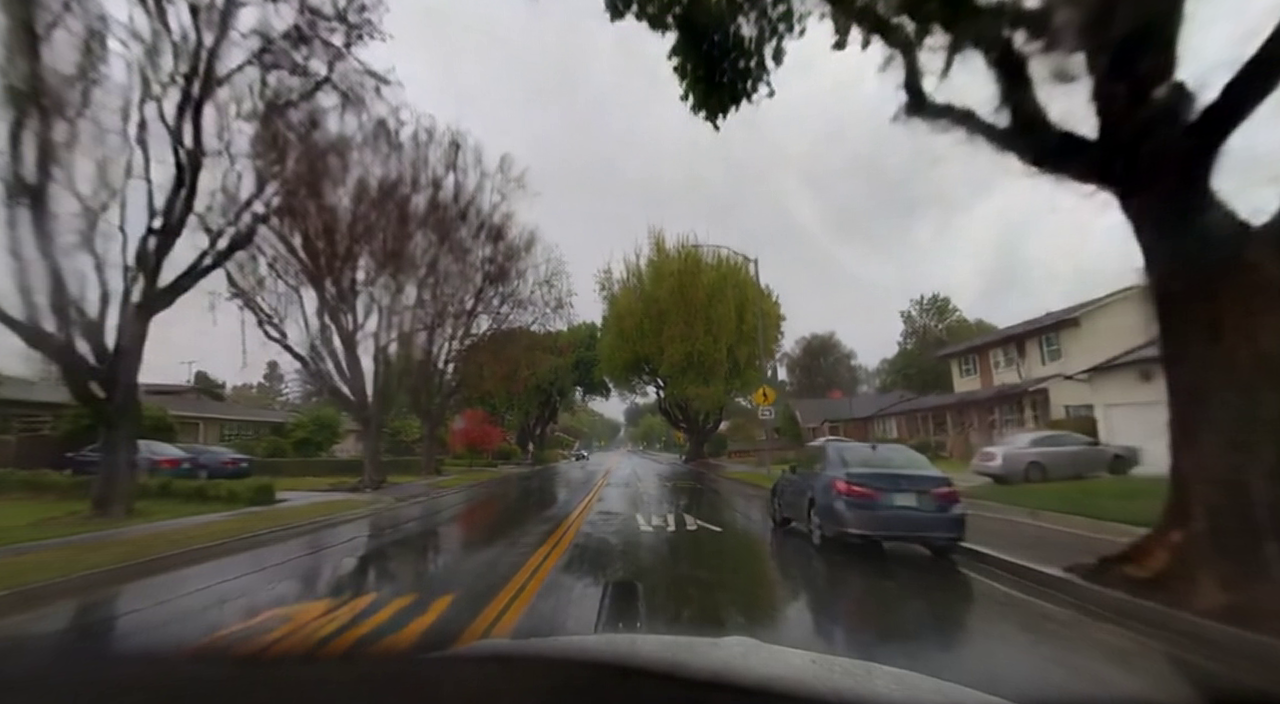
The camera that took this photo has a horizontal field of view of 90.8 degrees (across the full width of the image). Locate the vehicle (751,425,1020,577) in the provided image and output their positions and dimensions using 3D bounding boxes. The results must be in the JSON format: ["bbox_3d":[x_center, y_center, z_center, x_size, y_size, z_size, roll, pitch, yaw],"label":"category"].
[{"bbox_3d":[3.071,1.951,9.192,1.988,1.618,4.567,0,-8,-1],"label":"vehicle"}]

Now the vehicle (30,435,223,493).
[{"bbox_3d":[-16.314,3.565,20.284,4.331,1.738,2.067,0,-9,1],"label":"vehicle"}]

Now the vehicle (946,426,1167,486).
[{"bbox_3d":[11.141,2.809,17.182,4.472,1.481,2.143,0,-8,0],"label":"vehicle"}]
